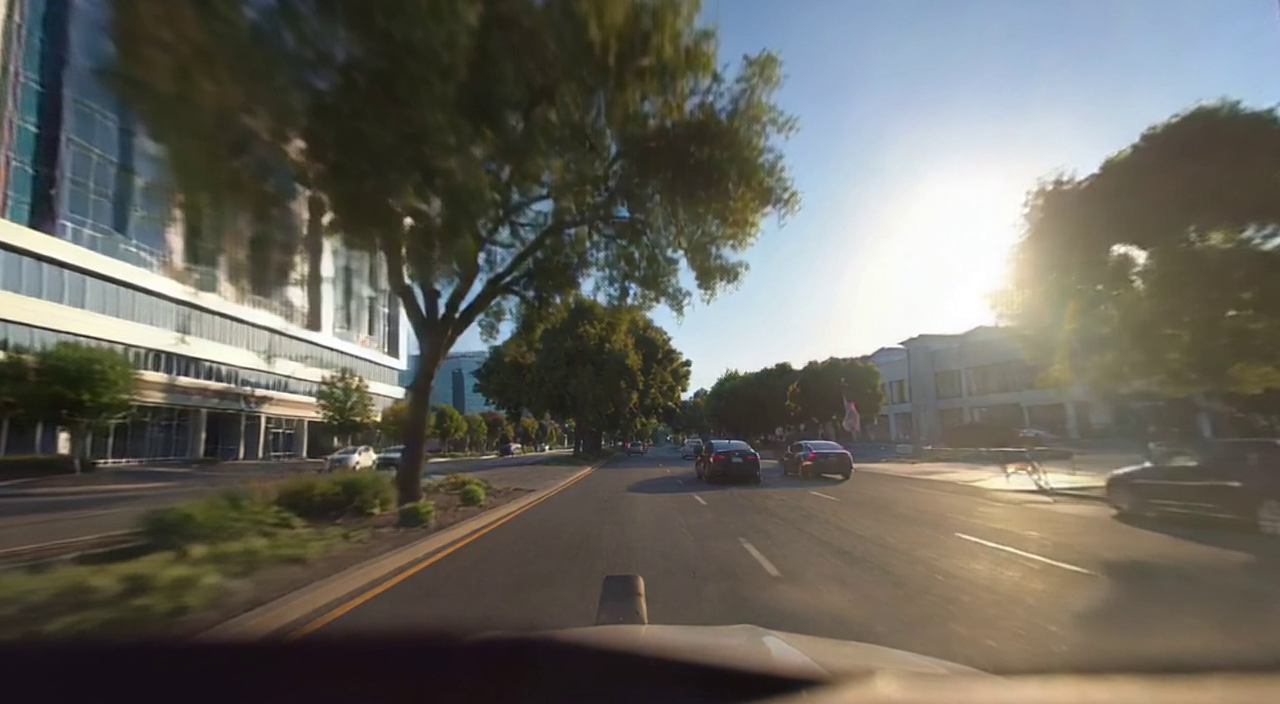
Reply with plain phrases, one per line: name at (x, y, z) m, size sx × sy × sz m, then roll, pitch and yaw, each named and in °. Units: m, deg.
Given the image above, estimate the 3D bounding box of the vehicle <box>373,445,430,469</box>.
vehicle at (-16.612, 7.302, 44.247) m, size 2.031 × 1.607 × 4.759 m, roll 0°, pitch -8°, yaw 1°

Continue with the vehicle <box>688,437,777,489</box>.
vehicle at (2.876, 3.576, 20.747) m, size 2.131 × 1.491 × 4.496 m, roll 0°, pitch -8°, yaw -2°

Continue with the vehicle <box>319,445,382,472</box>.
vehicle at (-19.646, 7.203, 43.122) m, size 2.071 × 1.743 × 4.749 m, roll 0°, pitch -8°, yaw 0°

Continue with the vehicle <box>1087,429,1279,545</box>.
vehicle at (9.800, 2.044, 9.904) m, size 1.952 × 1.574 × 5.052 m, roll 0°, pitch -8°, yaw 1°

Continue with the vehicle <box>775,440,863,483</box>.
vehicle at (6.504, 4.019, 23.488) m, size 1.912 × 1.411 × 4.380 m, roll 0°, pitch -8°, yaw -1°
